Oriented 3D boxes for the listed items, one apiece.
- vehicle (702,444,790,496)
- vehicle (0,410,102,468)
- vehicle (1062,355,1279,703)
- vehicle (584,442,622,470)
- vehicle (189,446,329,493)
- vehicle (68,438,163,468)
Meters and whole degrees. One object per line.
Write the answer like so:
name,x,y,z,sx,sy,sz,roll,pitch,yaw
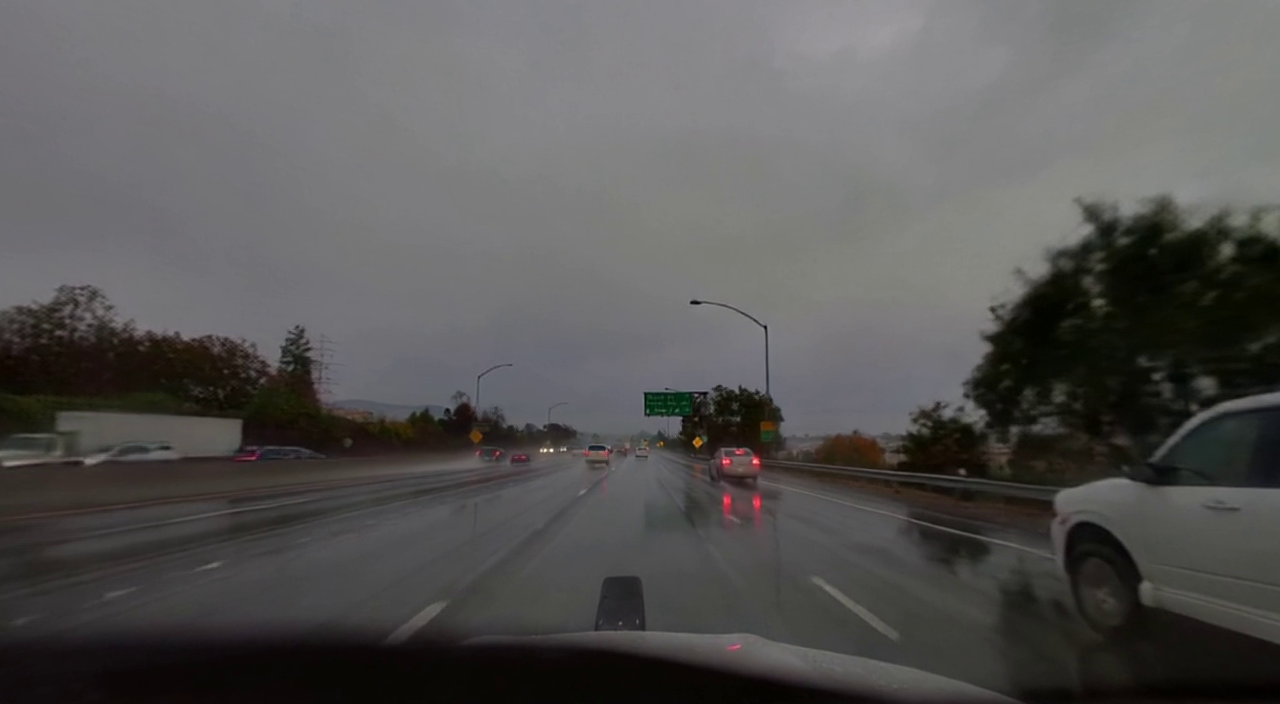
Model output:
vehicle,3.378,3.865,21.002,2.126,1.529,4.438,0,-9,-1
vehicle,-39.352,5.614,40.912,2.918,3.456,6.334,1,-8,0
vehicle,4.372,0.785,2.388,2.218,1.776,4.807,0,-9,1
vehicle,-2.701,7.751,47.210,2.449,1.929,5.503,0,-9,0
vehicle,-13.796,4.244,23.260,1.959,1.520,5.068,0,-9,0
vehicle,-28.102,5.408,33.918,1.713,1.511,3.883,0,-8,0
